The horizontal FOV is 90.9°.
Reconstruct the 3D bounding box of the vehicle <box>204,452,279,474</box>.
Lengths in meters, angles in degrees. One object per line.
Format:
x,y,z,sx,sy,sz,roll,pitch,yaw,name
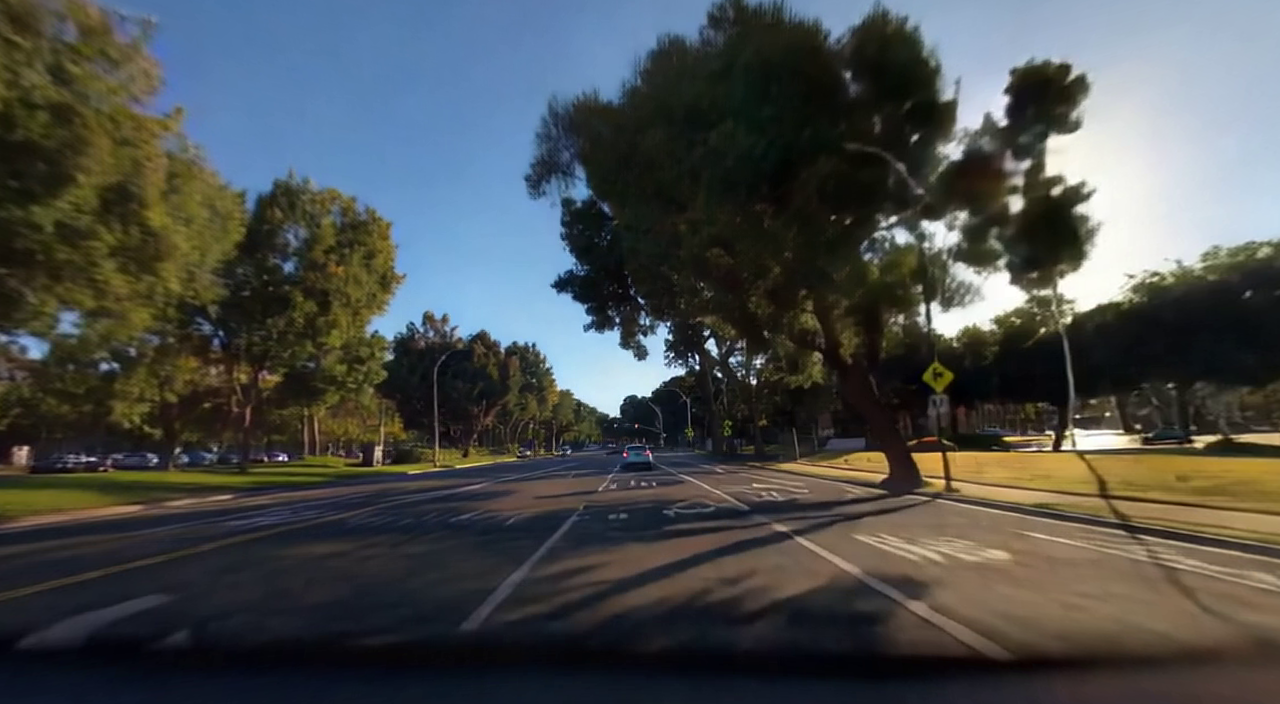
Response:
-30.149,8.401,47.787,4.392,1.602,1.860,-1,-8,1,vehicle

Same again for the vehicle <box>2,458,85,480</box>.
-42.881,8.397,45.416,4.030,1.479,1.868,0,-8,-1,vehicle

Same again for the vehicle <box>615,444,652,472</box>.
-0.391,6.058,36.436,1.978,1.499,3.915,0,-8,-1,vehicle
